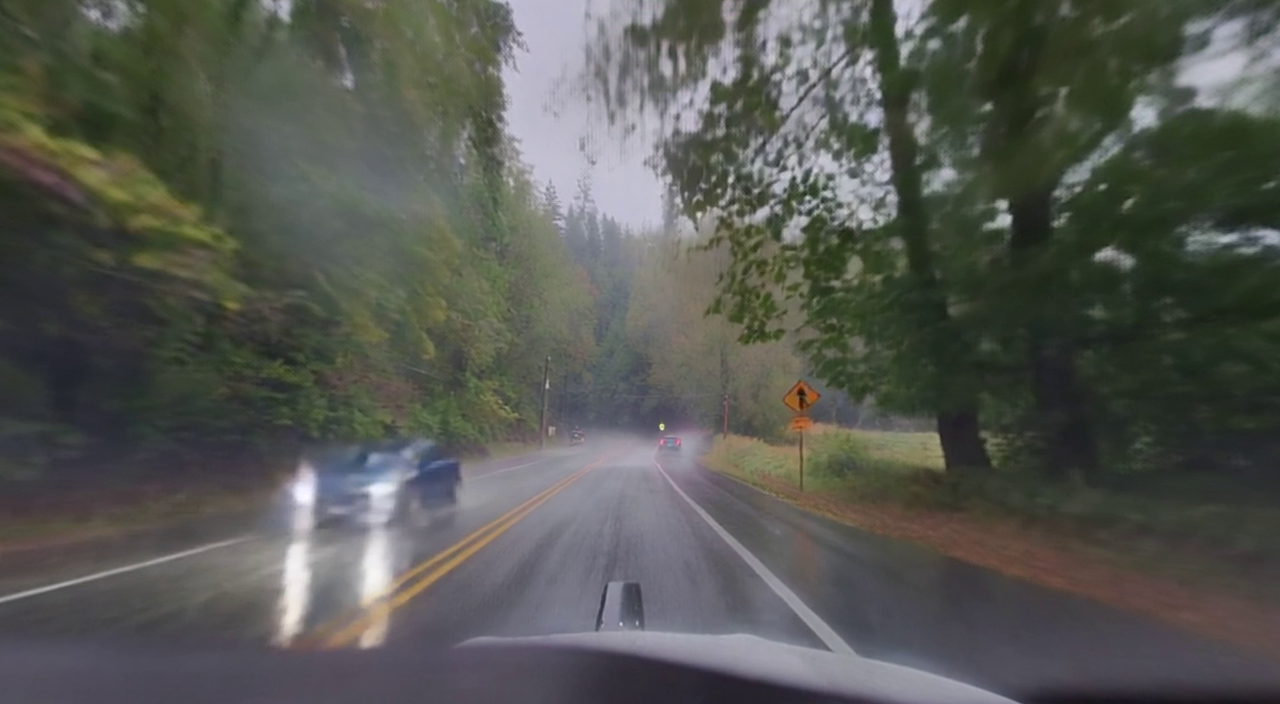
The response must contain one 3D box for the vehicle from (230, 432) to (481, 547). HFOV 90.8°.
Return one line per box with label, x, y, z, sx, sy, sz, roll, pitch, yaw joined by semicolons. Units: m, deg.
vehicle;-4.288;2.131;10.542;2.083;1.476;4.513;0;-9;0
